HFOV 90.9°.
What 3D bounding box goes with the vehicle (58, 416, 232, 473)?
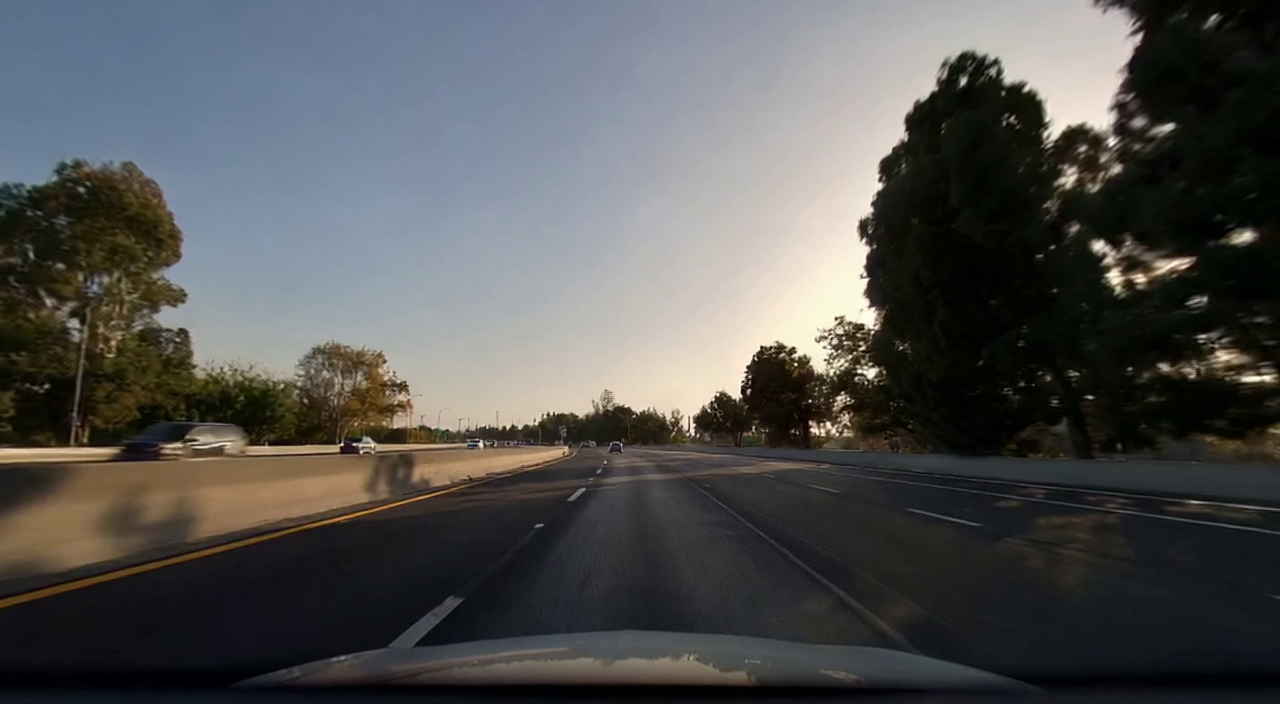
[{"bbox_3d":[-17.301,3.303,22.480,2.288,1.800,4.812,0,-8,-1],"label":"vehicle"}]
